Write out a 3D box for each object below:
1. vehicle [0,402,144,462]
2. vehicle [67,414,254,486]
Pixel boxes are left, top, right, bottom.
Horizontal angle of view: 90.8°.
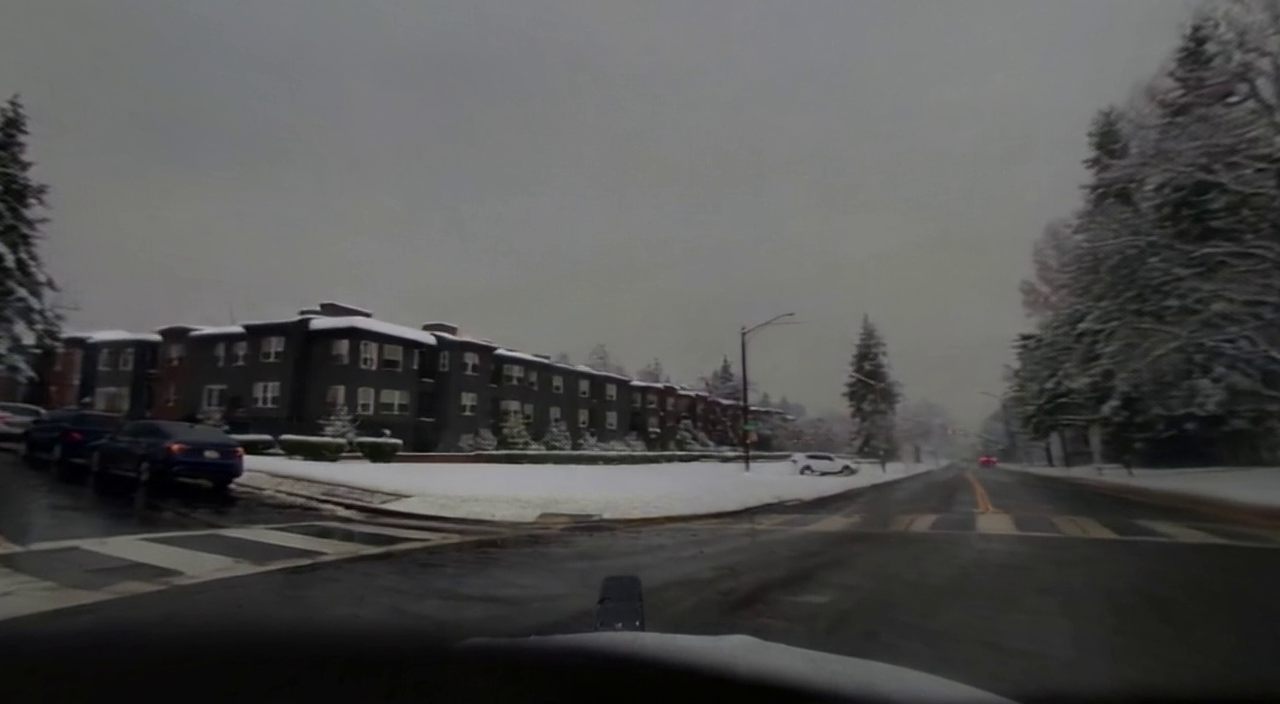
[{"bbox_3d":[-15.912,2.243,17.434,4.393,1.478,1.776,-4,-10,29],"label":"vehicle"},{"bbox_3d":[-11.105,2.244,14.578,4.322,1.436,1.827,-5,-10,30],"label":"vehicle"}]
